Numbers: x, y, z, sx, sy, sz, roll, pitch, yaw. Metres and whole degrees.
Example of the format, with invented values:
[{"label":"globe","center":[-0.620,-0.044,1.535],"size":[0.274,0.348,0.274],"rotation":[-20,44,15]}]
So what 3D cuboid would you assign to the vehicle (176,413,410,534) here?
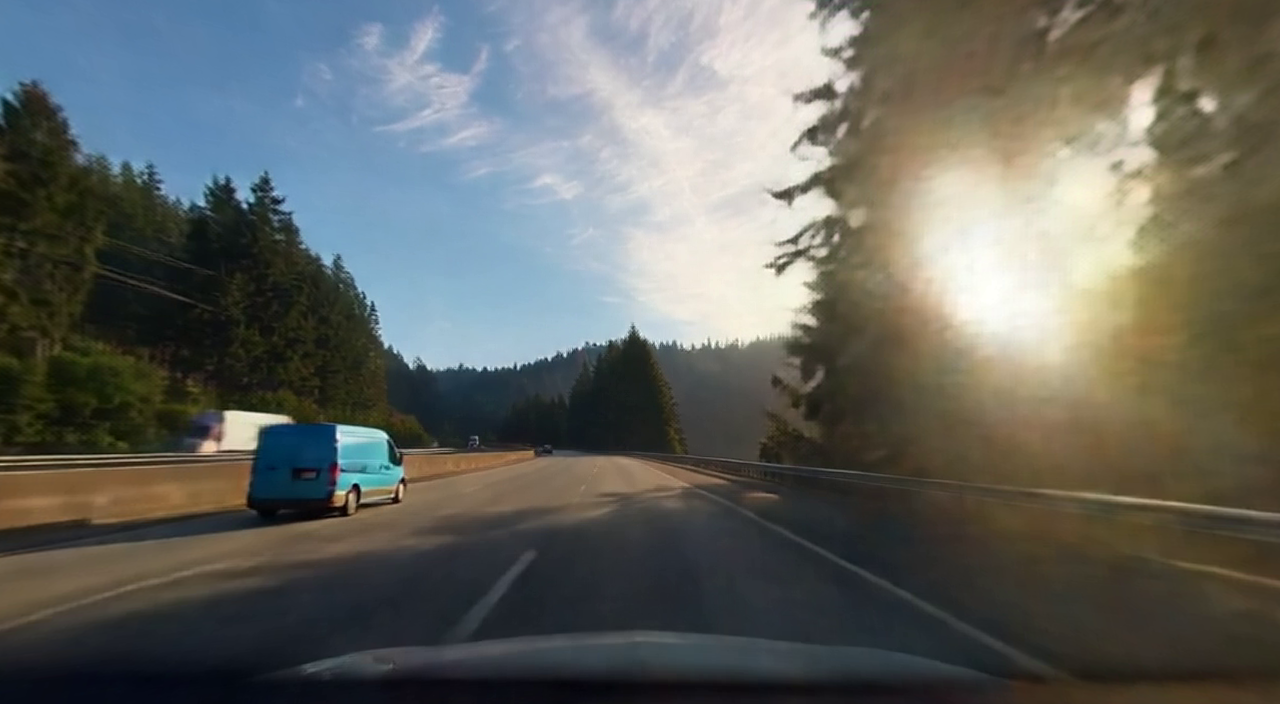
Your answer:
[{"label":"vehicle","center":[-6.862,2.466,13.348],"size":[2.197,2.038,4.919],"rotation":[0,-9,-1]}]
